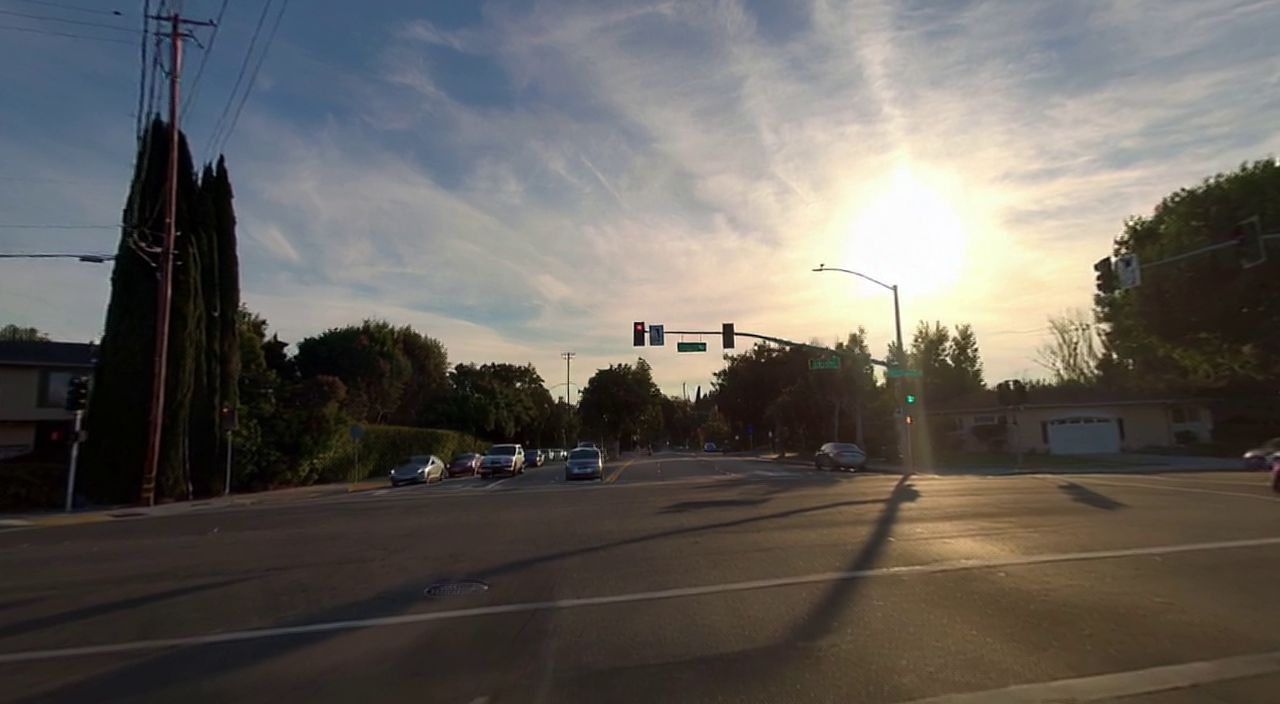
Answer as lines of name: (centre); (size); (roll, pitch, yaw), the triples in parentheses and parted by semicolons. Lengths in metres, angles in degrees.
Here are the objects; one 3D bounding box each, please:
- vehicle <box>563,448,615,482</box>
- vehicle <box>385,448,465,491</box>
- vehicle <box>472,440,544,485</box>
vehicle: (-2.329, 5.313, 30.065); (2.174, 1.477, 4.805); (0, -9, -1)
vehicle: (-10.099, 5.528, 30.135); (2.241, 1.819, 4.690); (0, -9, -1)
vehicle: (-6.319, 5.350, 30.937); (2.479, 1.977, 5.254); (0, -9, -1)
